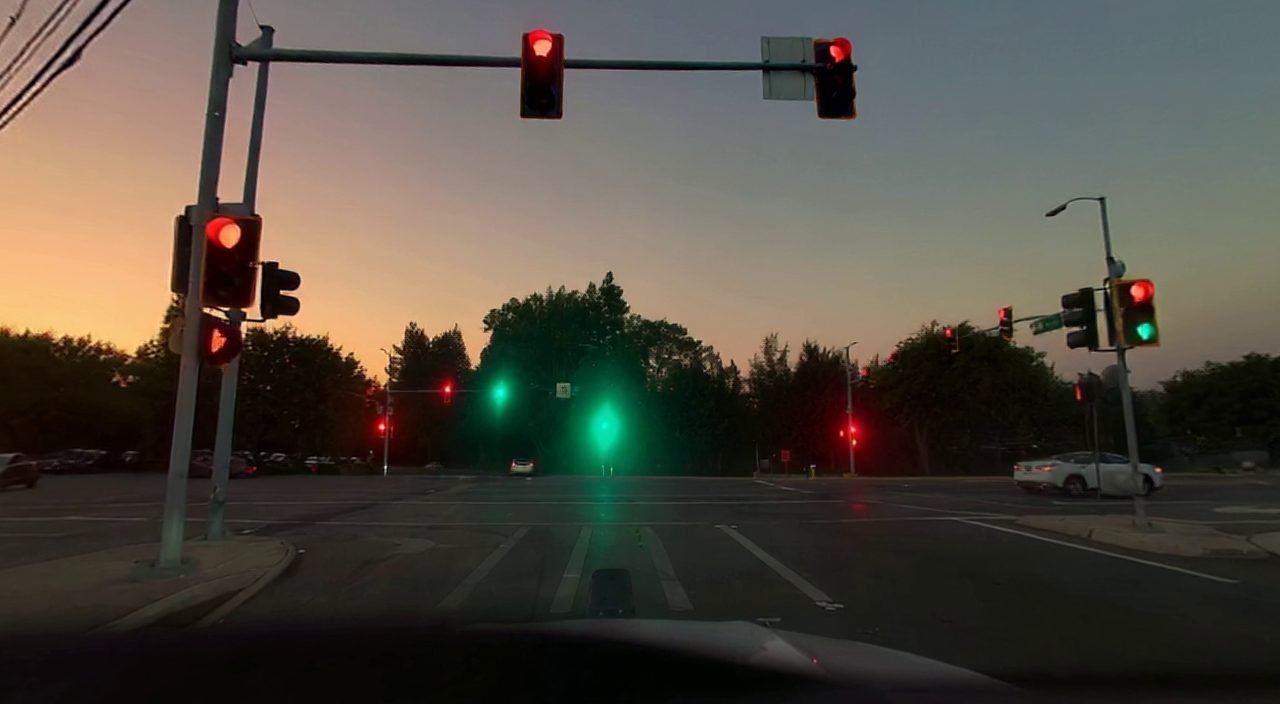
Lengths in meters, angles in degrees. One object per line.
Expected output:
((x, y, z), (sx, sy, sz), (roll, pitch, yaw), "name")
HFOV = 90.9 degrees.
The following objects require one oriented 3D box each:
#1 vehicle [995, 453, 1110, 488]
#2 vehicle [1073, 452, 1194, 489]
((21.219, 6.135, 32.489), (4.455, 1.647, 2.124), (1, -12, -6), "vehicle")
((22.722, 5.470, 29.085), (3.998, 1.590, 1.936), (1, -12, -6), "vehicle")
